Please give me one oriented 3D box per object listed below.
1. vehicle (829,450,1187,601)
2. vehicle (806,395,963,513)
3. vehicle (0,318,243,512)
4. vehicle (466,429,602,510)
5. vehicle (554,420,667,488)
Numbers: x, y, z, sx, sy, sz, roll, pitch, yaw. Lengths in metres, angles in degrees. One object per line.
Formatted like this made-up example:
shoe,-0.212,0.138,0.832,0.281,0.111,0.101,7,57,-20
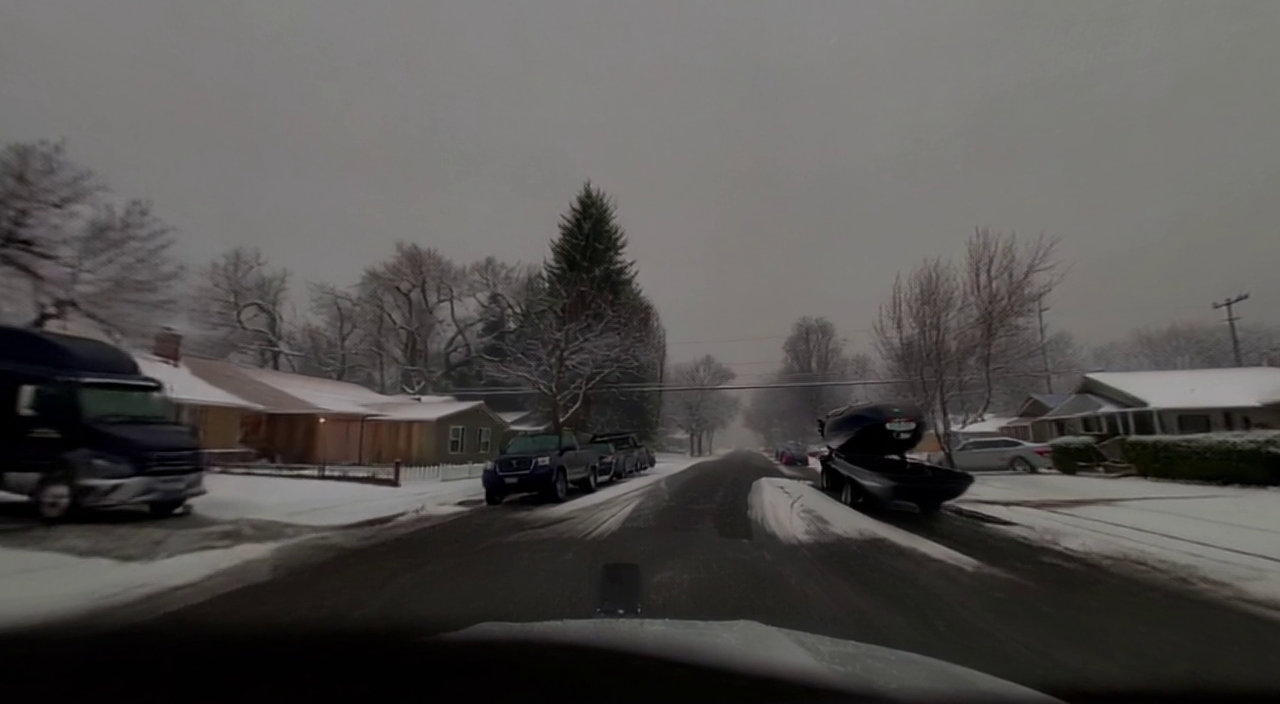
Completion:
vehicle,4.977,2.399,10.255,2.804,1.336,6.700,0,-7,10
vehicle,6.153,2.690,16.866,2.697,2.558,5.635,-2,-9,9
vehicle,-12.243,1.238,11.726,7.767,3.105,2.858,-1,-9,3
vehicle,-2.501,2.951,16.309,2.052,1.745,4.737,-2,-9,9
vehicle,-0.931,3.932,24.556,2.632,2.249,6.179,-3,-9,15
